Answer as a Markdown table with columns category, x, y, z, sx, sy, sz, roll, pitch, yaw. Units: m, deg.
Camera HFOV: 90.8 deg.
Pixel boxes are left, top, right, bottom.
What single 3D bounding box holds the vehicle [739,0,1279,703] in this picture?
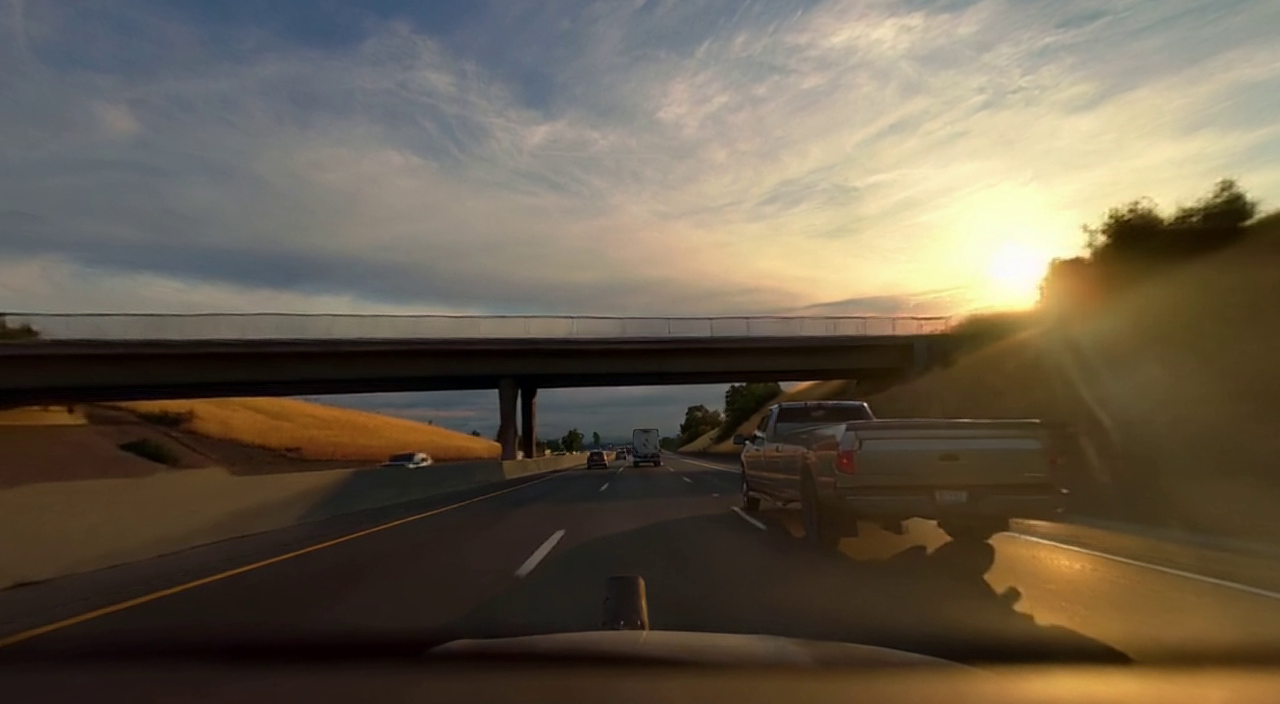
| category | x | y | z | sx | sy | sz | roll | pitch | yaw |
| --- | --- | --- | --- | --- | --- | --- | --- | --- | --- |
| vehicle | 4.061 | 0.436 | 7.453 | 3.131 | 4.037 | 16.729 | 0 | -9 | 0 |

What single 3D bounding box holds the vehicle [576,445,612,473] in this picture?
| category | x | y | z | sx | sy | sz | roll | pitch | yaw |
| --- | --- | --- | --- | --- | --- | --- | --- | --- | --- |
| vehicle | -2.933 | 6.894 | 40.808 | 2.007 | 1.647 | 3.854 | 0 | -9 | 0 |

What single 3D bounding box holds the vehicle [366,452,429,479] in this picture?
| category | x | y | z | sx | sy | sz | roll | pitch | yaw |
| --- | --- | --- | --- | --- | --- | --- | --- | --- | --- |
| vehicle | -15.573 | 7.273 | 40.825 | 2.234 | 1.590 | 4.641 | 0 | -9 | 0 |
